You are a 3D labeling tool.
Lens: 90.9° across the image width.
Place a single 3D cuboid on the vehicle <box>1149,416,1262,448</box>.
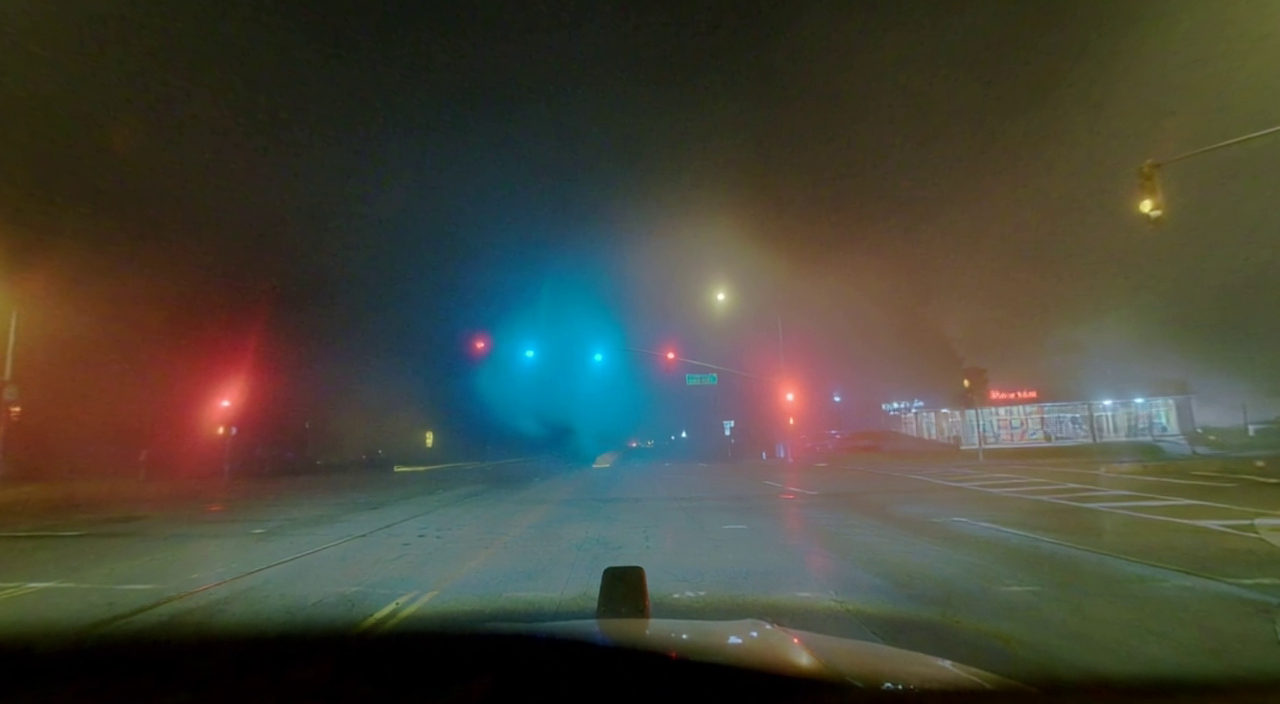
[{"bbox_3d":[28.281,4.074,31.725,1.799,1.459,4.266,0,-8,3],"label":"vehicle"}]
